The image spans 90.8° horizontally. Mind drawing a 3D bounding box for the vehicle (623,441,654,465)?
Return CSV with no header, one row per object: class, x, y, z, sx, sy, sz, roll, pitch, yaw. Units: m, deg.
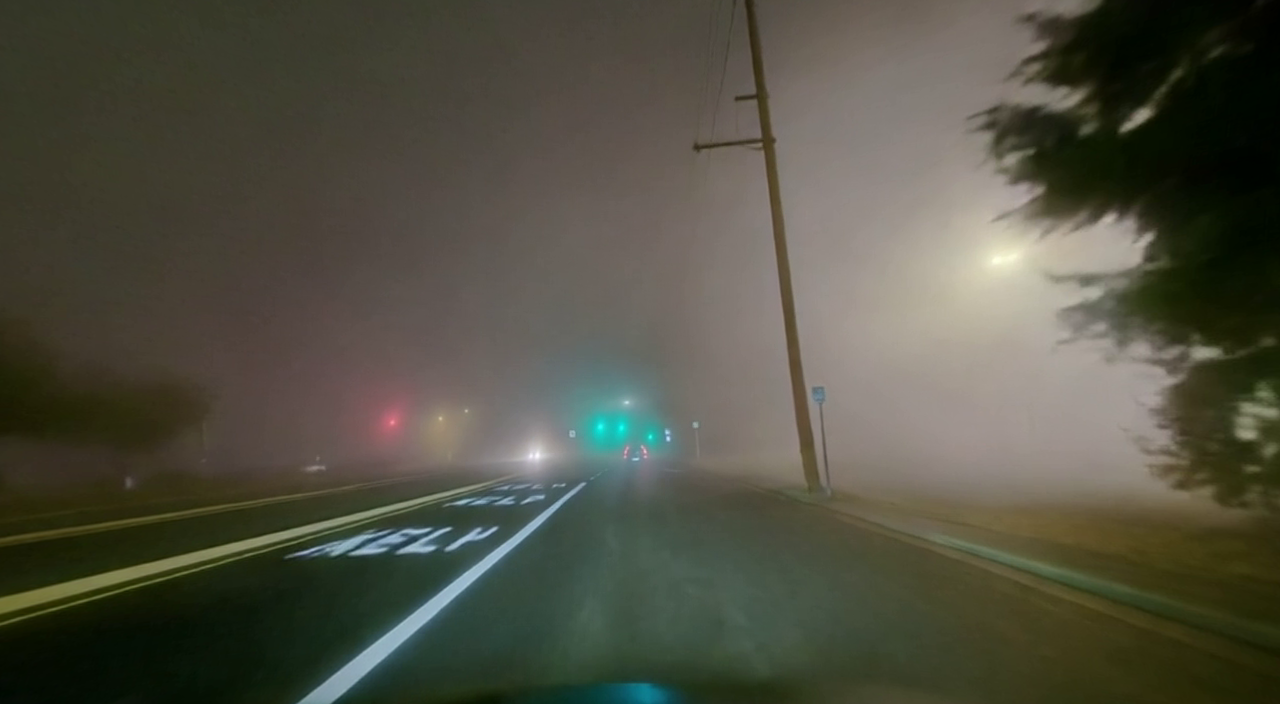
vehicle,-0.102,7.009,43.997,2.045,1.613,4.210,0,-8,0
